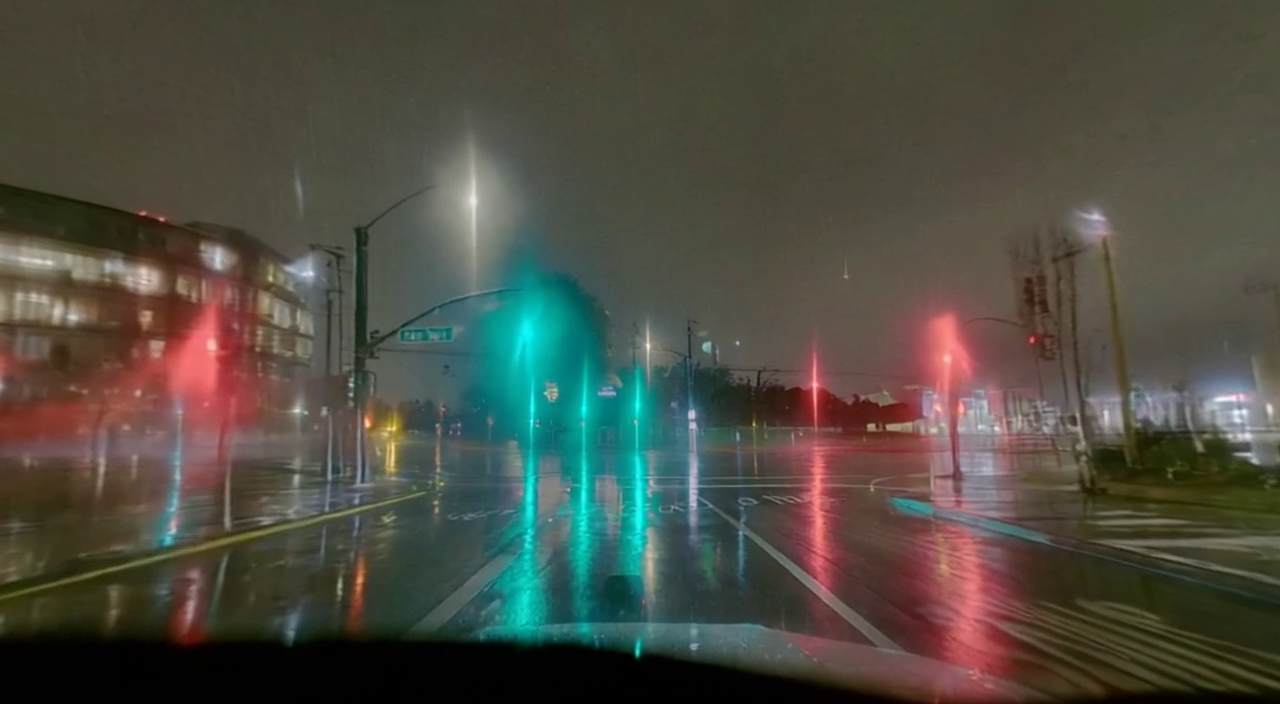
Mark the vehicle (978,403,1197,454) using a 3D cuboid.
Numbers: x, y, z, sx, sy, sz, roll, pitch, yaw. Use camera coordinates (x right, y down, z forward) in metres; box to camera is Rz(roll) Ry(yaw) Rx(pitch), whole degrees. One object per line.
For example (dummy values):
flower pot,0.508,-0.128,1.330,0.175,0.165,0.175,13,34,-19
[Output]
vehicle,31.013,5.397,43.912,12.822,3.296,3.033,0,-9,0
